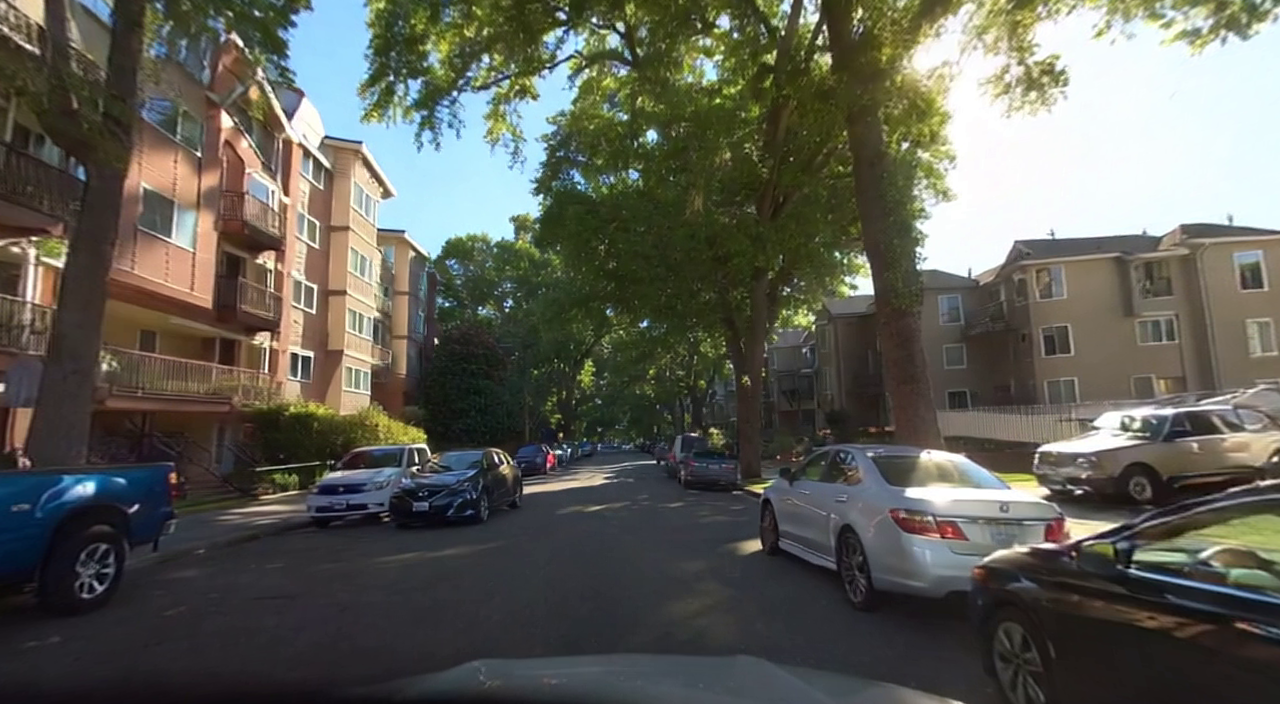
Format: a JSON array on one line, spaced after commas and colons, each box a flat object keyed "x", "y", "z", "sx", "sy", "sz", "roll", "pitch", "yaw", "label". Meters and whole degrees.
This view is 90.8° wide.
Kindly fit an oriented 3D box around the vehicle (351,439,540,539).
[{"x": -3.364, "y": 2.437, "z": 12.011, "sx": 1.966, "sy": 1.515, "sz": 4.394, "roll": -1, "pitch": -8, "yaw": 3, "label": "vehicle"}]

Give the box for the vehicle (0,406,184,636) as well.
[{"x": -6.429, "y": 1.337, "z": 4.317, "sx": 2.308, "sy": 1.877, "sz": 6.060, "roll": -4, "pitch": -8, "yaw": -2, "label": "vehicle"}]

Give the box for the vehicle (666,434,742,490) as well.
[{"x": 1.991, "y": 3.587, "z": 20.946, "sx": 1.878, "sy": 1.664, "sz": 4.033, "roll": 0, "pitch": -8, "yaw": -3, "label": "vehicle"}]

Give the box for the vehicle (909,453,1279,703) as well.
[{"x": 2.488, "y": 0.940, "z": 1.487, "sx": 1.720, "sy": 1.333, "sz": 4.233, "roll": 0, "pitch": -8, "yaw": -2, "label": "vehicle"}]
